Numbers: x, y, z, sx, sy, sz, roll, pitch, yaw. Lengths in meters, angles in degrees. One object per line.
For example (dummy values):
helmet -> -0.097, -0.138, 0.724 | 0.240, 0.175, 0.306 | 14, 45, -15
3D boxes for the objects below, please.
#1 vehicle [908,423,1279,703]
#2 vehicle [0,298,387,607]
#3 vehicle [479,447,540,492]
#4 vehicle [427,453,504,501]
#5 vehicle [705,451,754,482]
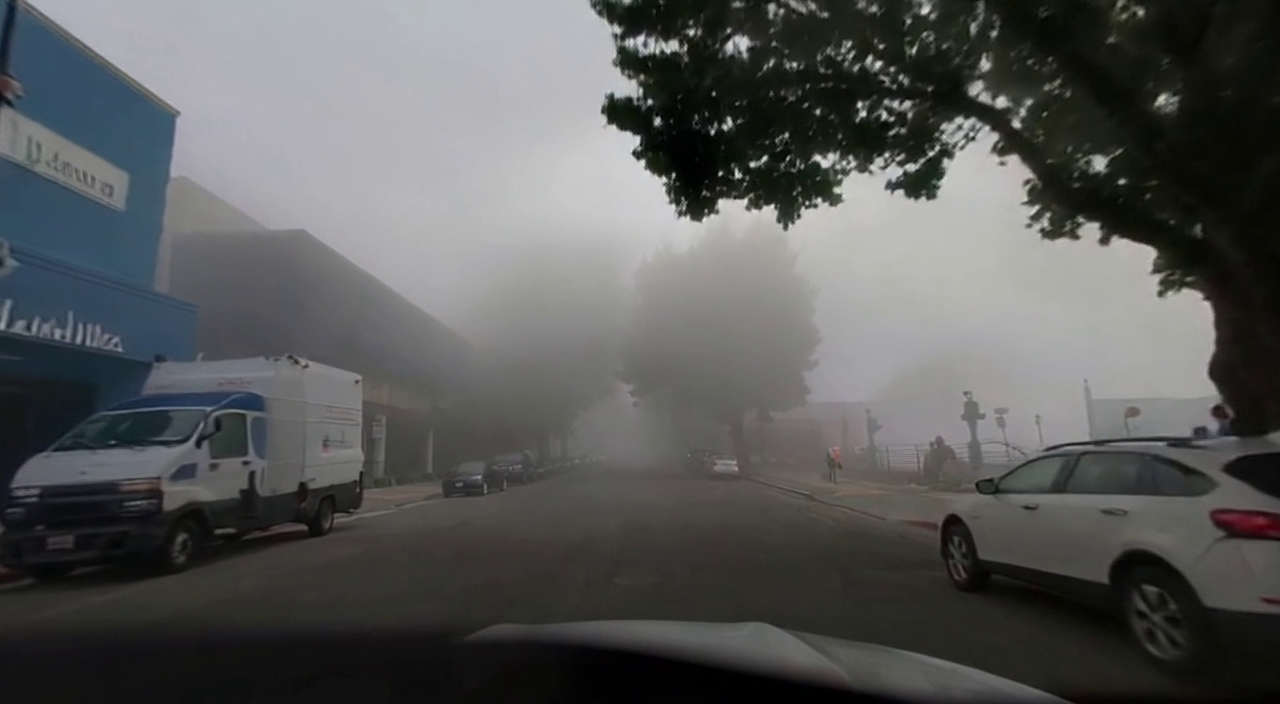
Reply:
vehicle -> 4.090, 1.362, 4.792 | 2.091, 1.501, 4.245 | 0, -9, -2
vehicle -> -6.829, 1.450, 10.002 | 2.851, 3.375, 6.057 | 0, -8, 2
vehicle -> -6.456, 5.799, 31.668 | 2.238, 1.891, 4.780 | -1, -7, -3
vehicle -> -6.661, 4.786, 24.593 | 1.917, 1.487, 4.659 | -2, -8, -3
vehicle -> 4.753, 6.138, 34.098 | 1.973, 1.494, 4.867 | 0, -9, 0
